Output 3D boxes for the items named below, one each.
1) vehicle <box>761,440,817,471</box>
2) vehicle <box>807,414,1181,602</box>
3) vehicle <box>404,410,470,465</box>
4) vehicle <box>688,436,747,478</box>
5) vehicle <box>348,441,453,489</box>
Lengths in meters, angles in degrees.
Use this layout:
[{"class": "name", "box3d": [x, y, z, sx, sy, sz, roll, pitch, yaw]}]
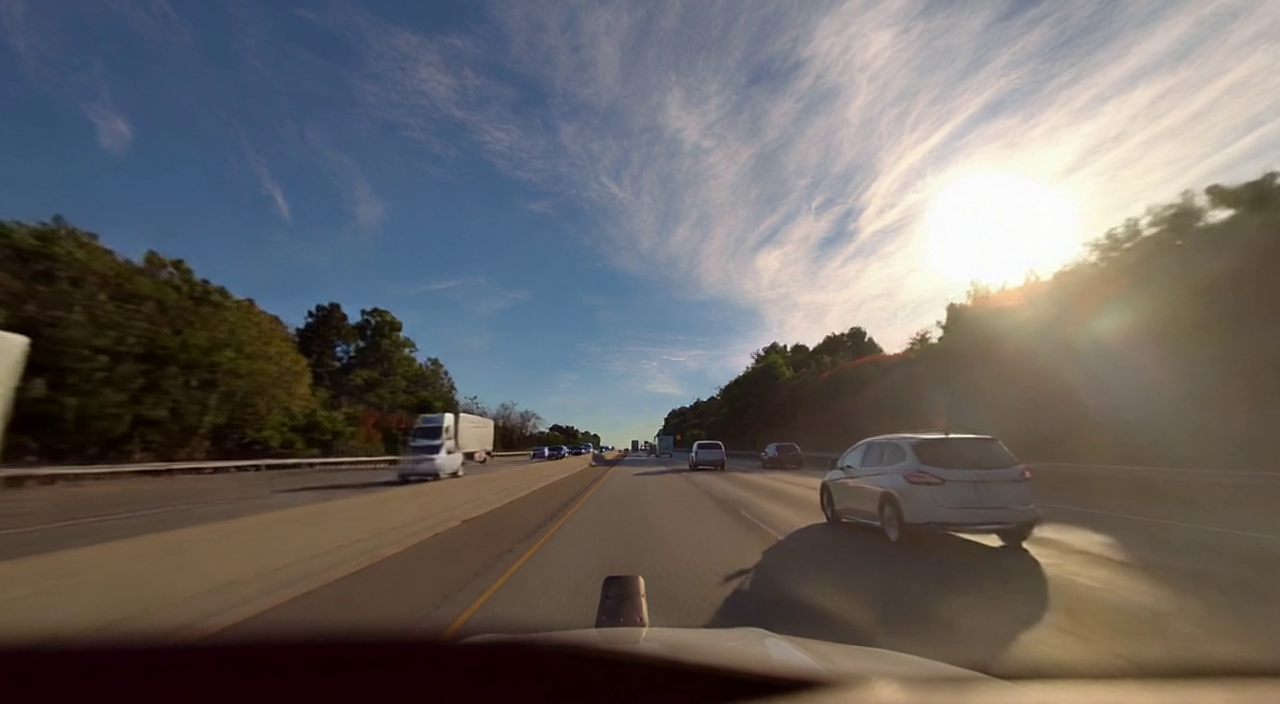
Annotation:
[{"class": "vehicle", "box3d": [8.470, 5.950, 36.333, 2.018, 1.636, 4.510, 0, -9, -1]}, {"class": "vehicle", "box3d": [3.605, 1.661, 7.570, 2.023, 1.603, 4.159, 0, -9, 0]}, {"class": "vehicle", "box3d": [-15.596, 6.693, 48.969, 3.045, 3.960, 5.980, 0, -9, -1]}, {"class": "vehicle", "box3d": [3.509, 4.874, 29.473, 2.070, 1.751, 4.576, 0, -9, -1]}, {"class": "vehicle", "box3d": [-8.047, 3.835, 21.740, 1.889, 1.476, 4.488, 0, -9, 0]}]
